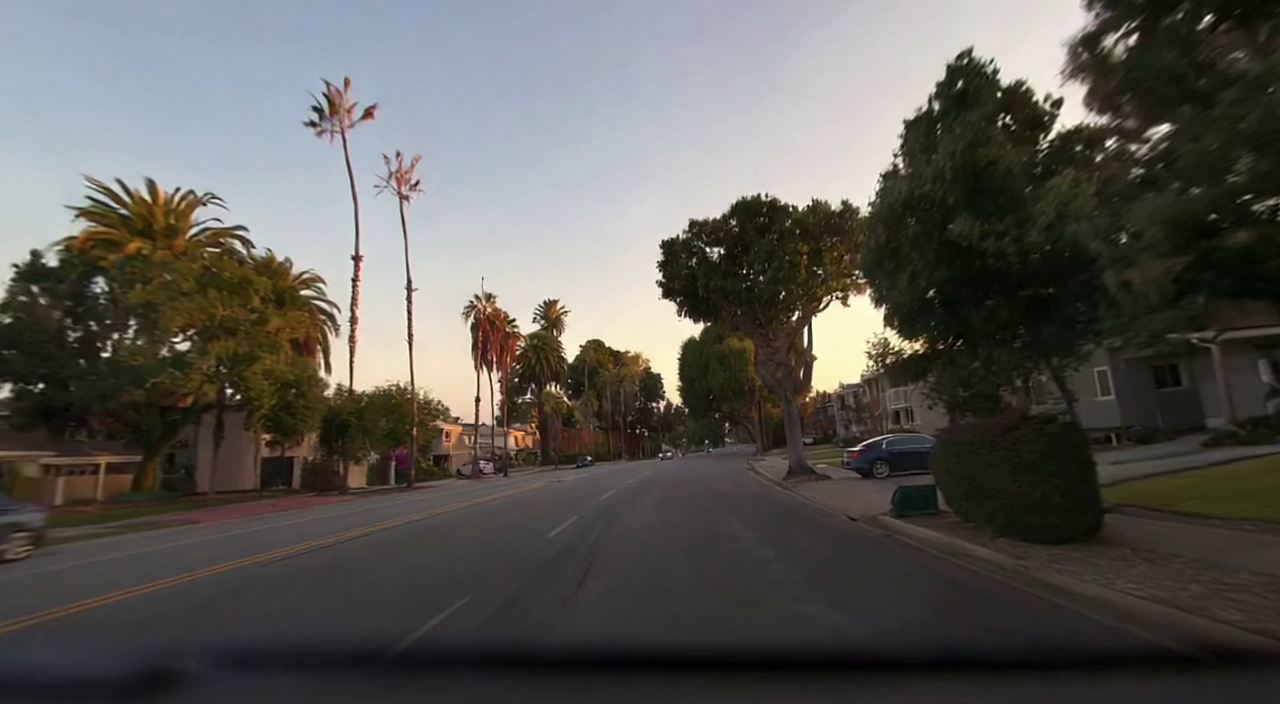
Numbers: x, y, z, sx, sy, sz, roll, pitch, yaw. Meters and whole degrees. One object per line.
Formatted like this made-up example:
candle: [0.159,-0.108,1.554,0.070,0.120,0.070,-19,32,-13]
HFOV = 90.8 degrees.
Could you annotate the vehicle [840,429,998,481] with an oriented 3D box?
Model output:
vehicle: [9.735,3.633,22.367,4.646,1.687,1.975,-1,-8,2]
